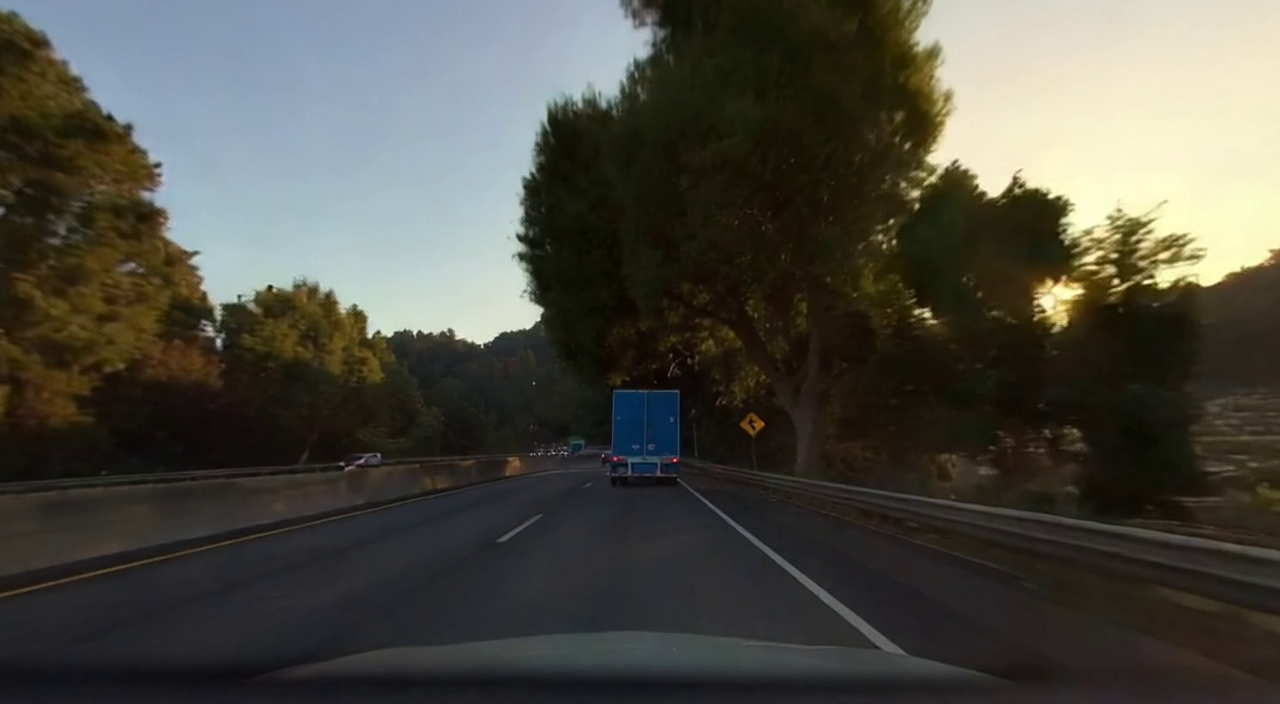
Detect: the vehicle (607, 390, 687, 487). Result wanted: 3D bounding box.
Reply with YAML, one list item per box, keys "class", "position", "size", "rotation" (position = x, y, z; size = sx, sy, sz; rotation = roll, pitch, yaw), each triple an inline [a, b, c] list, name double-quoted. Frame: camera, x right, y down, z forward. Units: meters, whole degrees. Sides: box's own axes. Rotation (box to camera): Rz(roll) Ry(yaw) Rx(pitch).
- class: "vehicle"
  position: [0.098, 3.826, 27.388]
  size: [2.913, 3.530, 8.648]
  rotation: [0, -9, -2]
